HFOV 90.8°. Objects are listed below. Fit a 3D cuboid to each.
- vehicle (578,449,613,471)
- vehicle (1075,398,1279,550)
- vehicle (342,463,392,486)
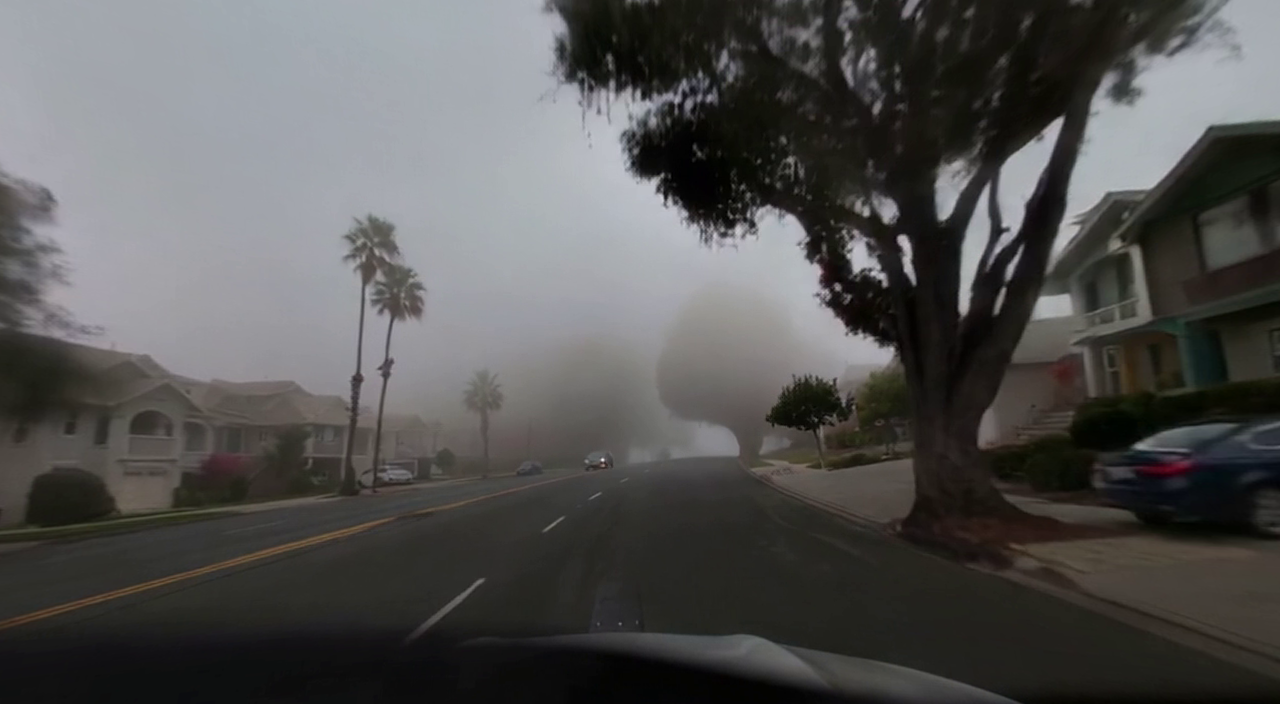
[{"bbox_3d":[-3.461,8.428,49.486,1.746,1.503,4.400,-6,-9,7],"label":"vehicle"},{"bbox_3d":[8.681,1.505,8.136,4.646,1.687,1.975,0,-8,-1],"label":"vehicle"},{"bbox_3d":[-20.487,9.131,47.365,1.862,1.477,4.461,8,-12,-44],"label":"vehicle"}]
